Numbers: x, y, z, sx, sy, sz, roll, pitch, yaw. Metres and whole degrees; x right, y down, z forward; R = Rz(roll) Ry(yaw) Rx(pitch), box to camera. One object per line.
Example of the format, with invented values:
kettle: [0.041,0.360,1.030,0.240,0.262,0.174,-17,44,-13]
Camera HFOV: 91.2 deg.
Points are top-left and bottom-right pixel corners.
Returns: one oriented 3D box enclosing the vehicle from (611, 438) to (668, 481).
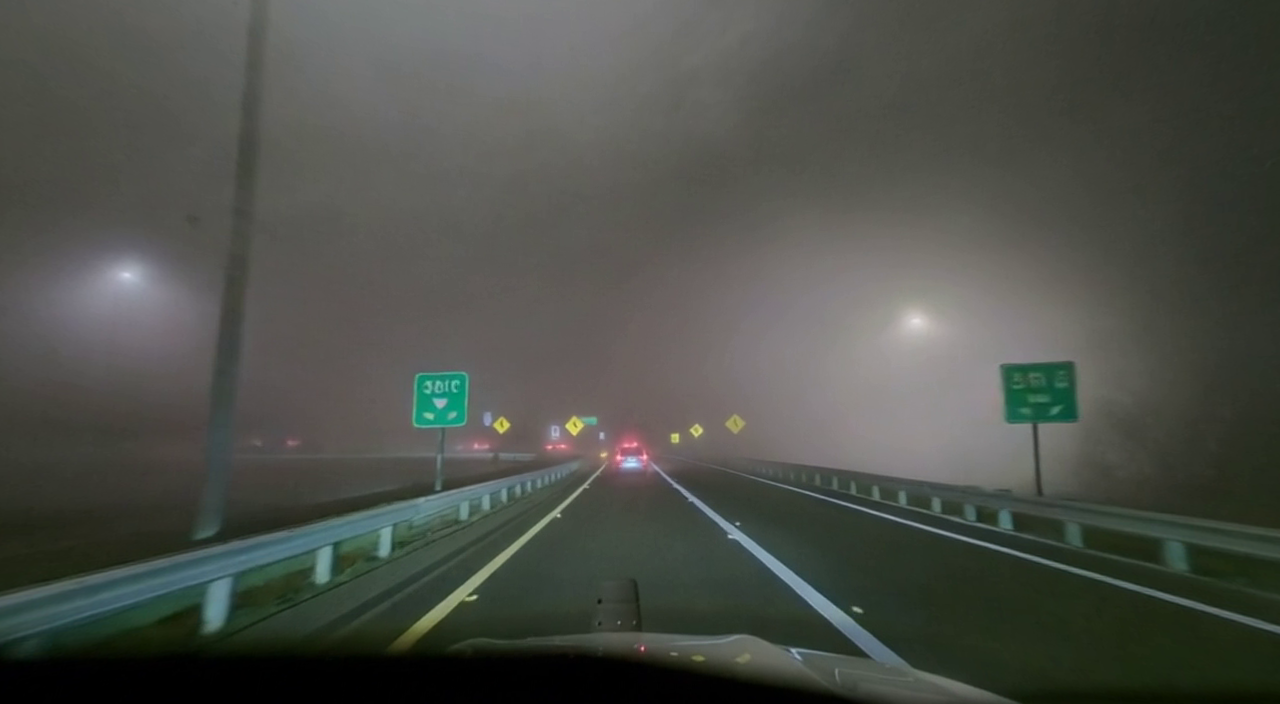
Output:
vehicle: [-0.032,4.119,24.211,2.006,1.486,3.950,0,-9,-1]
